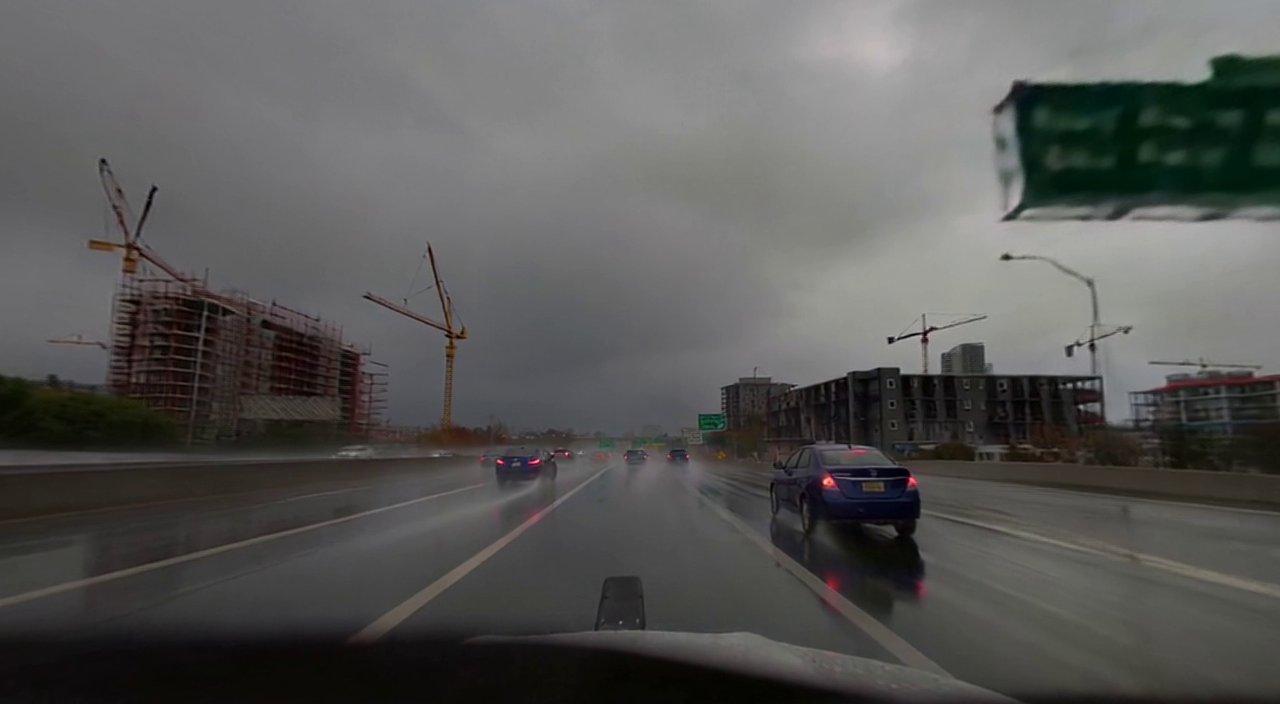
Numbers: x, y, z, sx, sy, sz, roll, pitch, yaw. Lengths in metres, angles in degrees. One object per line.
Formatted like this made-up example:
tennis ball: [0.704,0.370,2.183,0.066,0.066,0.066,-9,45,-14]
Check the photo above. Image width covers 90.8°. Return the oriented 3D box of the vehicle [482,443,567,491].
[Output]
vehicle: [-3.955,4.019,22.491,2.136,1.512,4.488,0,-8,1]

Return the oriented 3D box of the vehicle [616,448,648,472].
vehicle: [-0.531,7.258,42.686,2.019,1.472,3.971,0,-8,-1]

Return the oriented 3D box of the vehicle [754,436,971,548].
vehicle: [3.408,2.221,10.792,1.995,1.486,4.463,0,-8,-1]
